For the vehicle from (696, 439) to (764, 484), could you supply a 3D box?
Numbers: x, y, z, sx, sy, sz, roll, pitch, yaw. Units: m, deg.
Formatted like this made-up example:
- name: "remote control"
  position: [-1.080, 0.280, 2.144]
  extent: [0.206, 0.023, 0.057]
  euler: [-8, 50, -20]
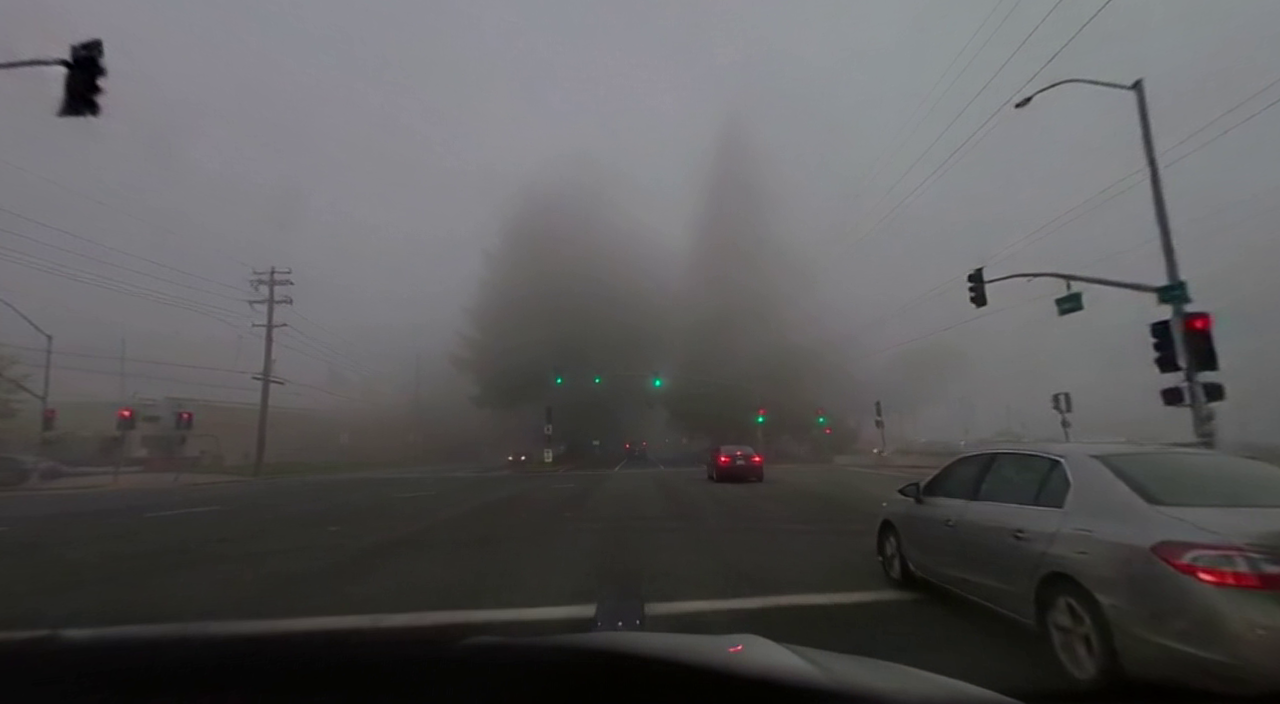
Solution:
- name: "vehicle"
  position: [3.630, 4.520, 26.306]
  extent: [2.128, 1.699, 4.222]
  euler: [0, -9, -1]

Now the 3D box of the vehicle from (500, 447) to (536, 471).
- name: "vehicle"
  position: [-8.979, 7.889, 46.790]
  extent: [1.816, 1.478, 4.404]
  euler: [-2, -7, -1]

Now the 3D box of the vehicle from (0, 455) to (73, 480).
- name: "vehicle"
  position: [-40.379, 7.593, 41.849]
  extent: [1.786, 1.479, 4.347]
  euler: [1, -9, -5]

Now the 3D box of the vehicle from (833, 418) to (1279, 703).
- name: "vehicle"
  position: [3.227, 1.350, 4.930]
  extent: [2.004, 1.455, 4.417]
  euler: [0, -9, 0]
